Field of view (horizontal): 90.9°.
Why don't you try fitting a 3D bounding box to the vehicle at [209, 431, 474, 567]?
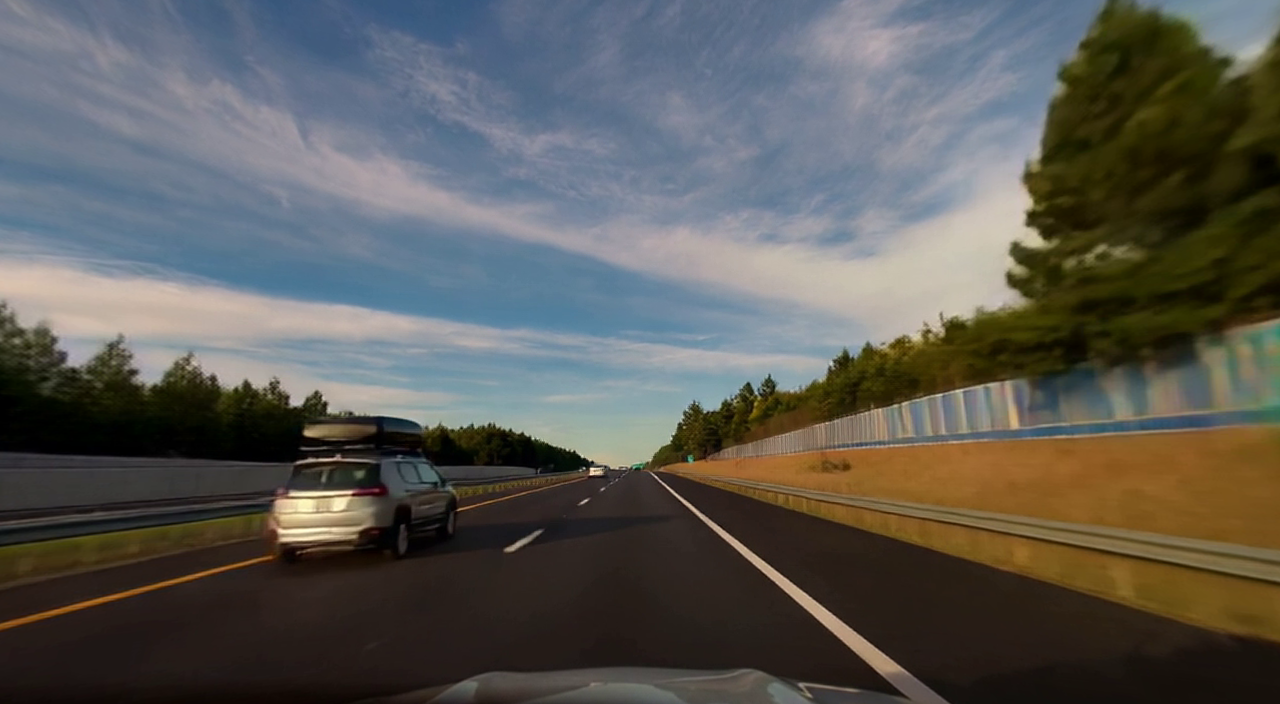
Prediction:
[{"bbox_3d":[-4.292,2.226,10.051,2.022,1.650,4.331,1,-11,0],"label":"vehicle"}]
